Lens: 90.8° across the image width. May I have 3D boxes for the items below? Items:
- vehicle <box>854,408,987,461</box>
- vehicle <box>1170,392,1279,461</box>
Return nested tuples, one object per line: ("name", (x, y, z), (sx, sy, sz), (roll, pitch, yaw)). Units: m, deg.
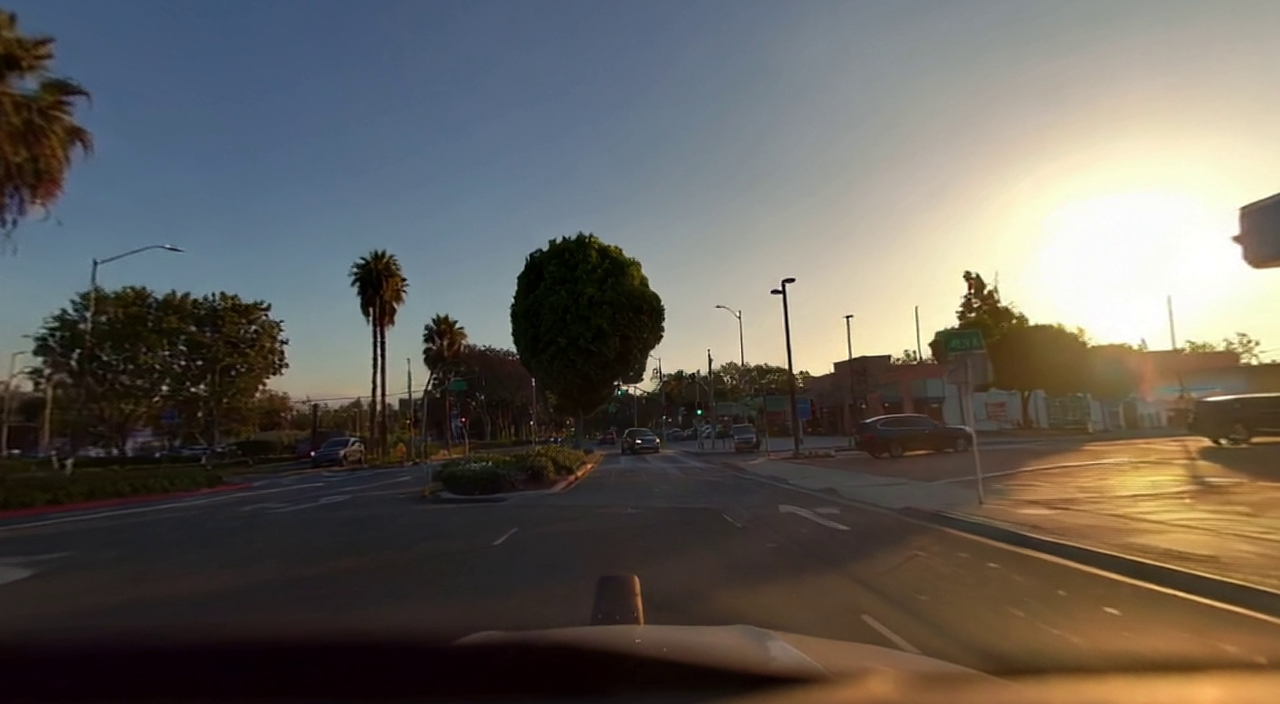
("vehicle", (12.484, 3.679, 27.920), (6.059, 2.082, 2.703), (7, -11, -37))
("vehicle", (17.690, 2.074, 17.387), (4.389, 1.803, 1.849), (0, -8, 2))
